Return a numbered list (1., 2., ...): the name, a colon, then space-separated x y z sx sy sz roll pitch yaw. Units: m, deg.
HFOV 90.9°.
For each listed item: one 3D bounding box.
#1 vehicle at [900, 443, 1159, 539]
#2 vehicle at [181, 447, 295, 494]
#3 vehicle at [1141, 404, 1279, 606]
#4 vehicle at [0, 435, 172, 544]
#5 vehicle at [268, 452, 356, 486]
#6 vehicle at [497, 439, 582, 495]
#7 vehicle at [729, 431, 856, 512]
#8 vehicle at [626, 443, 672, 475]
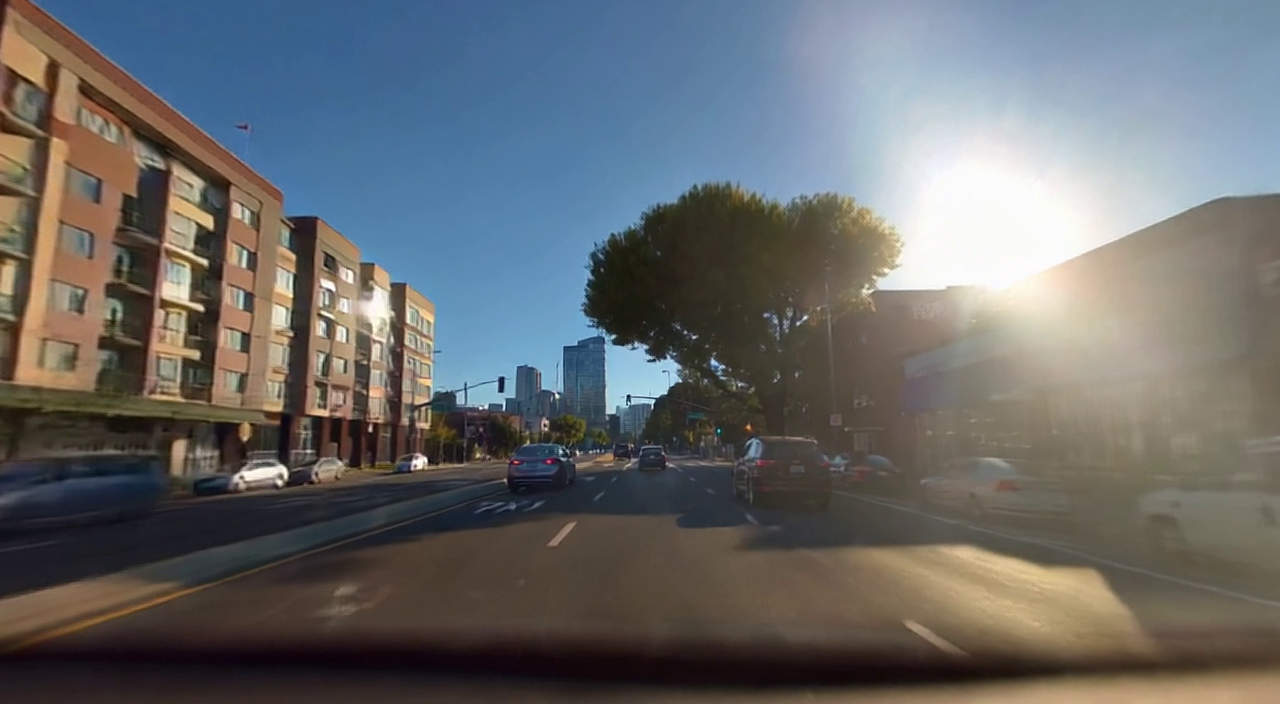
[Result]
1. vehicle: 7.044 2.513 12.211 1.908 1.467 4.837 0 -8 0
2. vehicle: -16.897 4.948 26.779 2.001 1.760 4.329 -2 -9 0
3. vehicle: 6.822 1.201 4.537 2.207 1.789 5.099 0 -8 0
4. vehicle: -10.831 2.297 10.884 1.951 1.658 4.473 0 -9 1
5. vehicle: -16.561 5.913 32.168 1.919 1.469 4.719 -2 -8 1
6. vehicle: -2.947 3.472 19.394 1.860 1.510 4.073 0 -8 1
7. vehicle: 3.412 2.748 14.914 1.987 1.637 3.896 0 -8 0
8. vehicle: 0.413 5.199 30.887 2.103 1.468 4.094 0 -8 0
